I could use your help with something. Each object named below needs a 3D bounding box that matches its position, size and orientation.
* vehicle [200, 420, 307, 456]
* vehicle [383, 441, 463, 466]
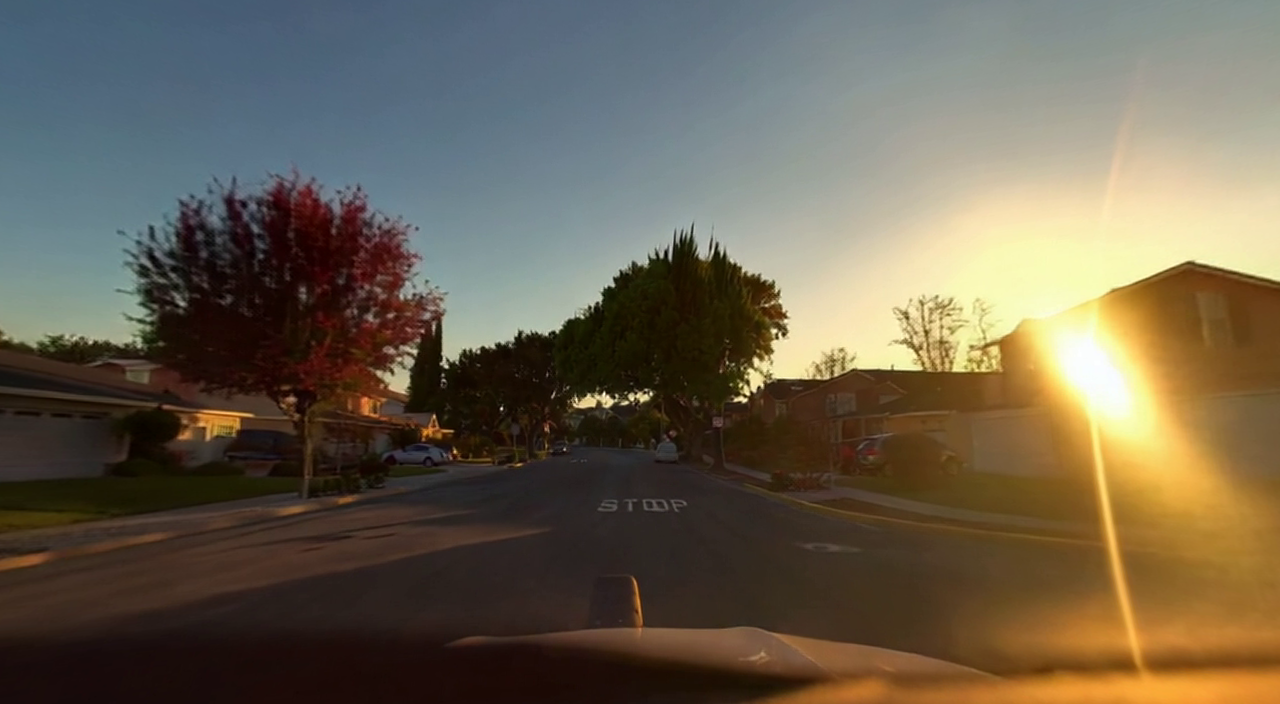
[{"bbox_3d":[-19.227,4.315,31.585,4.093,1.661,1.765,0,-9,-6],"label":"vehicle"},{"bbox_3d":[-14.207,6.656,41.521,4.572,1.522,1.999,1,-8,-5],"label":"vehicle"}]
